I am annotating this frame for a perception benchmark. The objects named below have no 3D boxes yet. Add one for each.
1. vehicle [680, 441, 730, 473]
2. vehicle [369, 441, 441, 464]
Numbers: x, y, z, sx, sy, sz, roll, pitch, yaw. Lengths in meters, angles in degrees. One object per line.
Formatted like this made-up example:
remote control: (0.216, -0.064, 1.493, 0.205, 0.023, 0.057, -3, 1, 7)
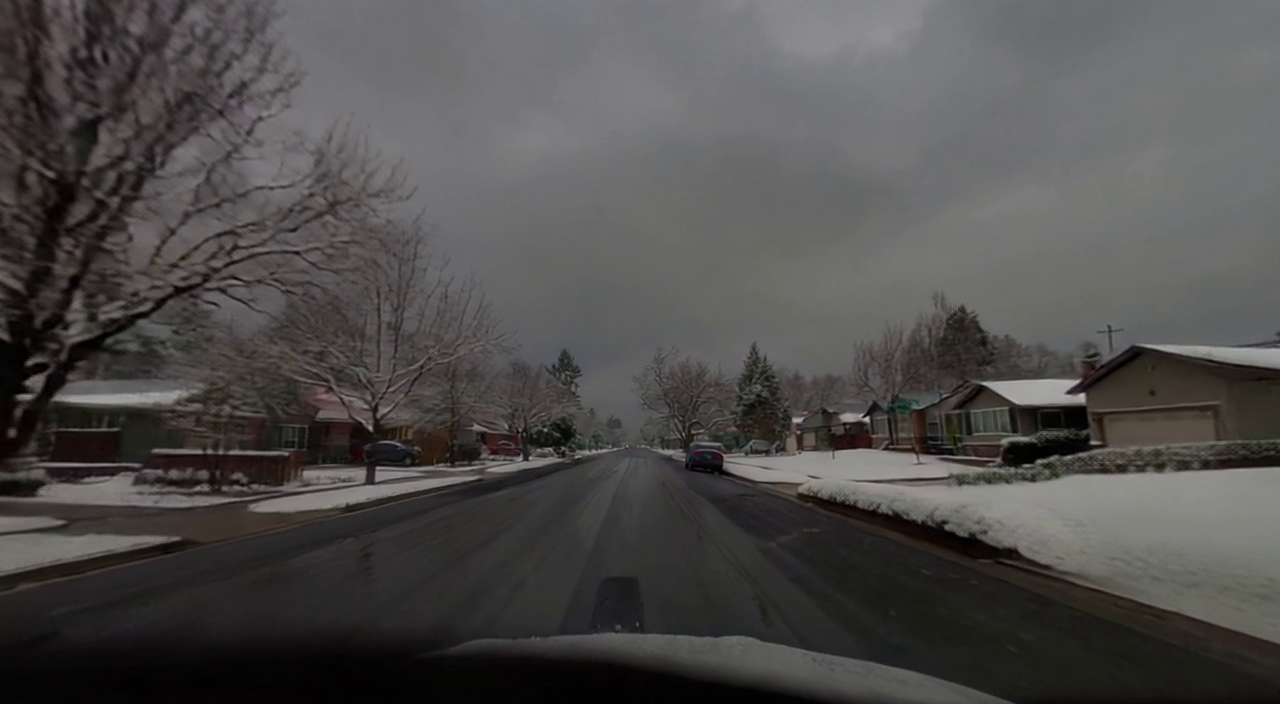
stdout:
vehicle: (3.538, 5.824, 35.290, 2.136, 1.596, 4.790, 0, -8, -1)
vehicle: (-17.435, 7.470, 47.070, 4.607, 1.573, 2.058, 1, -8, -5)
